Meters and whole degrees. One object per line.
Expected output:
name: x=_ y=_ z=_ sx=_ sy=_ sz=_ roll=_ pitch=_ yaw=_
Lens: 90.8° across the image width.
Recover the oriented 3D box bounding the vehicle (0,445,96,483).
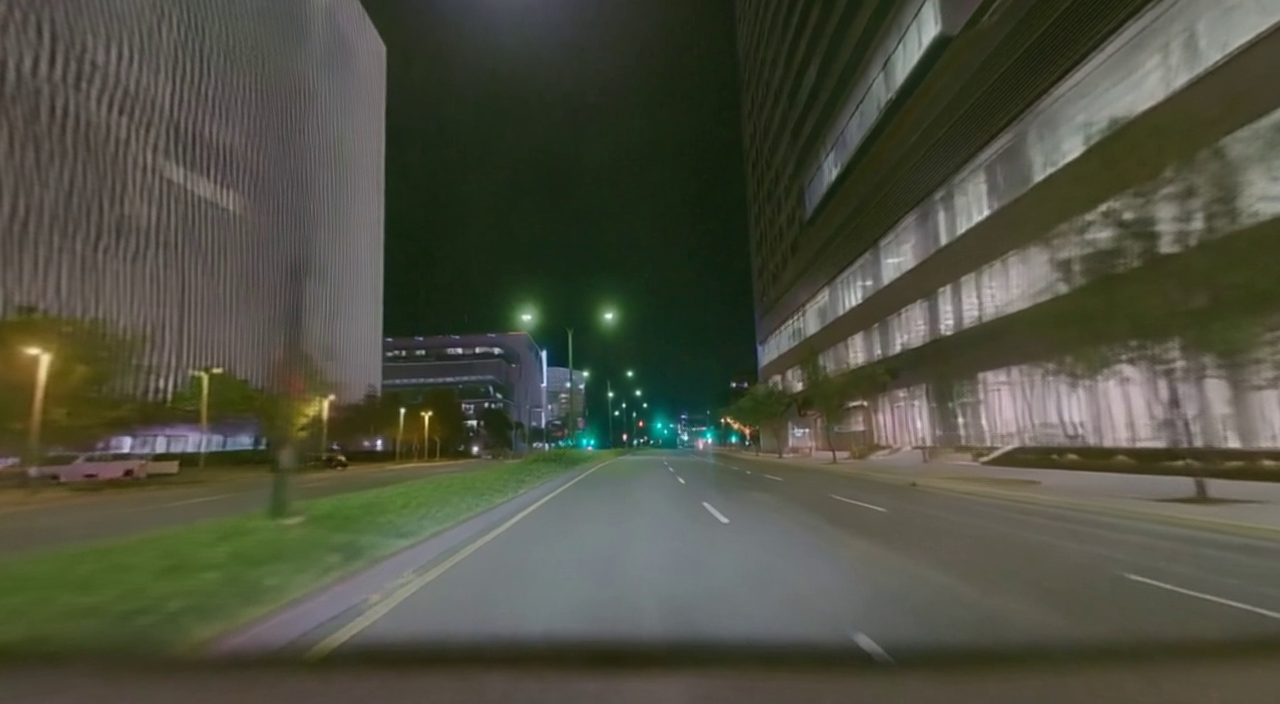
vehicle: x=-29.445 y=5.430 z=30.512 sx=4.470 sy=1.480 sz=1.989 roll=-4 pitch=-10 yaw=-1
